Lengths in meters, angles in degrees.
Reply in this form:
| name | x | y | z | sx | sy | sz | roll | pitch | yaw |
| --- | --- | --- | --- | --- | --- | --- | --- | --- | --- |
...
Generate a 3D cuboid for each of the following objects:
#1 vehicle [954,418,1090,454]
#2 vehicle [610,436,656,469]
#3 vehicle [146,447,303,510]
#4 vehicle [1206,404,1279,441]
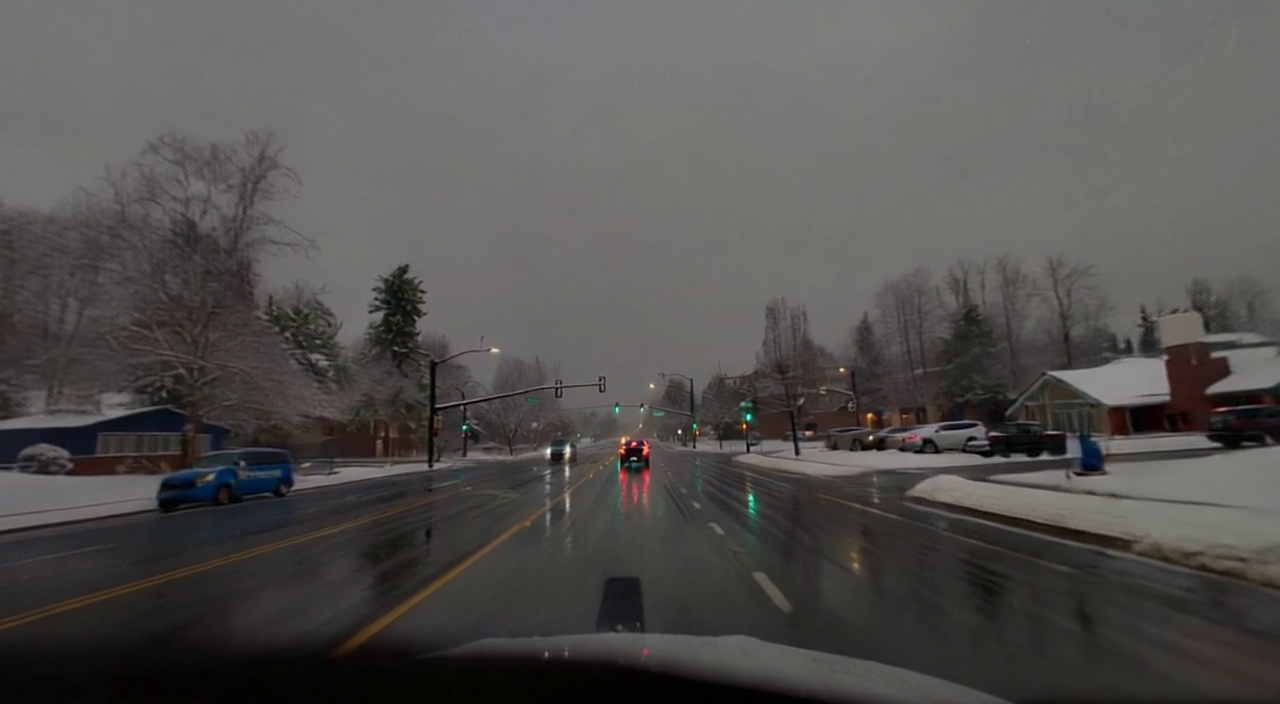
| name | x | y | z | sx | sy | sz | roll | pitch | yaw |
| --- | --- | --- | --- | --- | --- | --- | --- | --- | --- |
| vehicle | 16.721 | 3.705 | 27.804 | 4.658 | 1.495 | 1.978 | 0 | -9 | 0 |
| vehicle | -0.330 | 4.854 | 30.686 | 2.104 | 1.462 | 3.991 | 0 | -9 | 0 |
| vehicle | -12.996 | 3.946 | 20.192 | 1.957 | 1.754 | 4.393 | 0 | -9 | 1 |
| vehicle | 28.322 | 3.126 | 28.016 | 4.532 | 1.545 | 1.940 | -1 | -9 | -1 |
